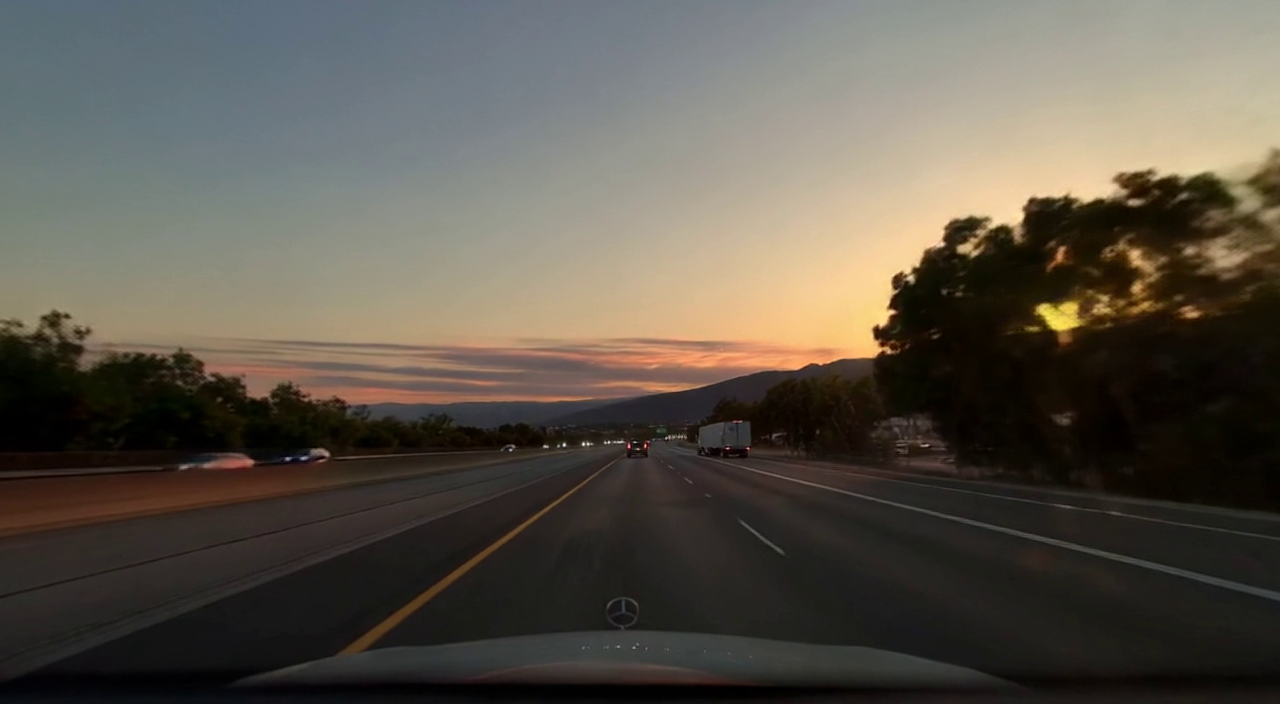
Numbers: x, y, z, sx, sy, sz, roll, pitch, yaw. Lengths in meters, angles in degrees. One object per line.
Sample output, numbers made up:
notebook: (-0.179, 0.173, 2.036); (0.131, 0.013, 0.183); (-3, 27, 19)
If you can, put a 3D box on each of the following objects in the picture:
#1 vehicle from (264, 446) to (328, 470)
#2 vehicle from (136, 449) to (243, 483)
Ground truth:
vehicle: (-25.809, 7.952, 47.565); (2.026, 1.734, 4.730); (0, -8, 1)
vehicle: (-21.972, 5.537, 31.062); (1.878, 1.474, 4.540); (0, -8, 1)
